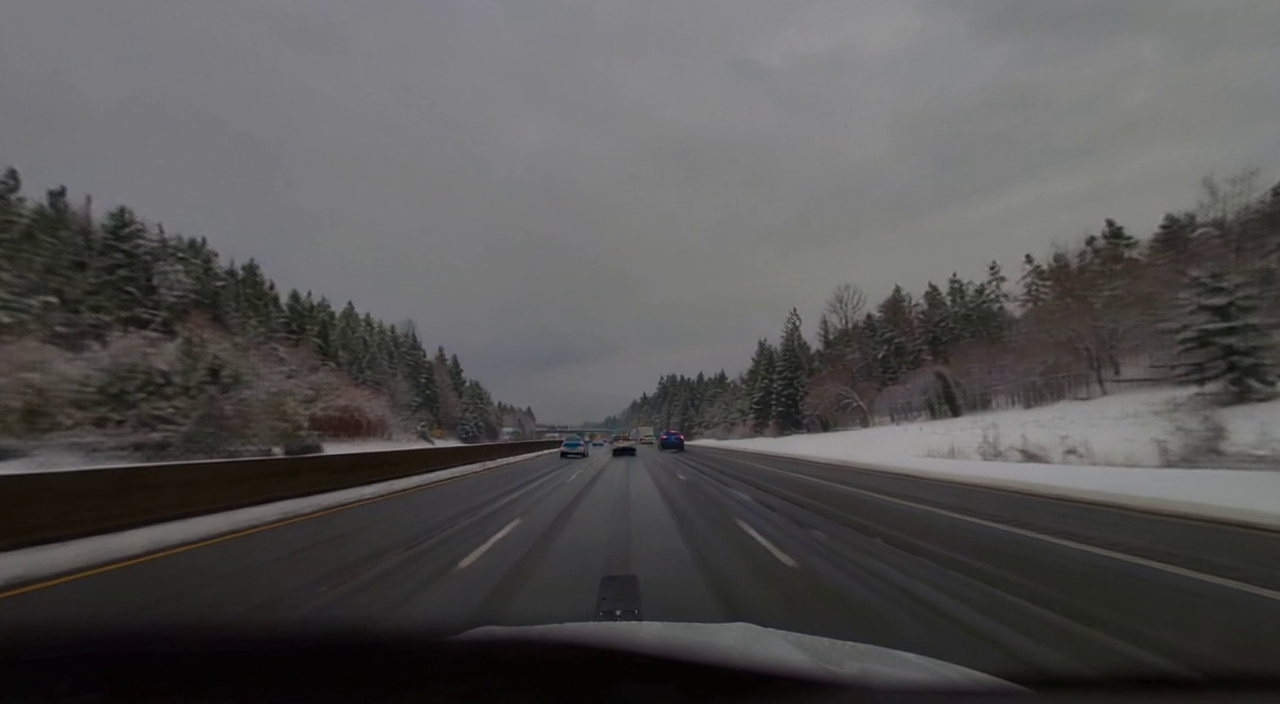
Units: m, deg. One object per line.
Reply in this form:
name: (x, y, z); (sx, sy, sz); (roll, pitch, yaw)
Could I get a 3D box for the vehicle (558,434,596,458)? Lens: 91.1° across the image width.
vehicle: (-4.144, 6.264, 41.956); (2.103, 1.507, 4.367); (0, -8, 0)

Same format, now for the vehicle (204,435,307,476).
vehicle: (-20.329, 5.461, 33.604); (2.166, 2.003, 5.341); (0, -8, -1)
